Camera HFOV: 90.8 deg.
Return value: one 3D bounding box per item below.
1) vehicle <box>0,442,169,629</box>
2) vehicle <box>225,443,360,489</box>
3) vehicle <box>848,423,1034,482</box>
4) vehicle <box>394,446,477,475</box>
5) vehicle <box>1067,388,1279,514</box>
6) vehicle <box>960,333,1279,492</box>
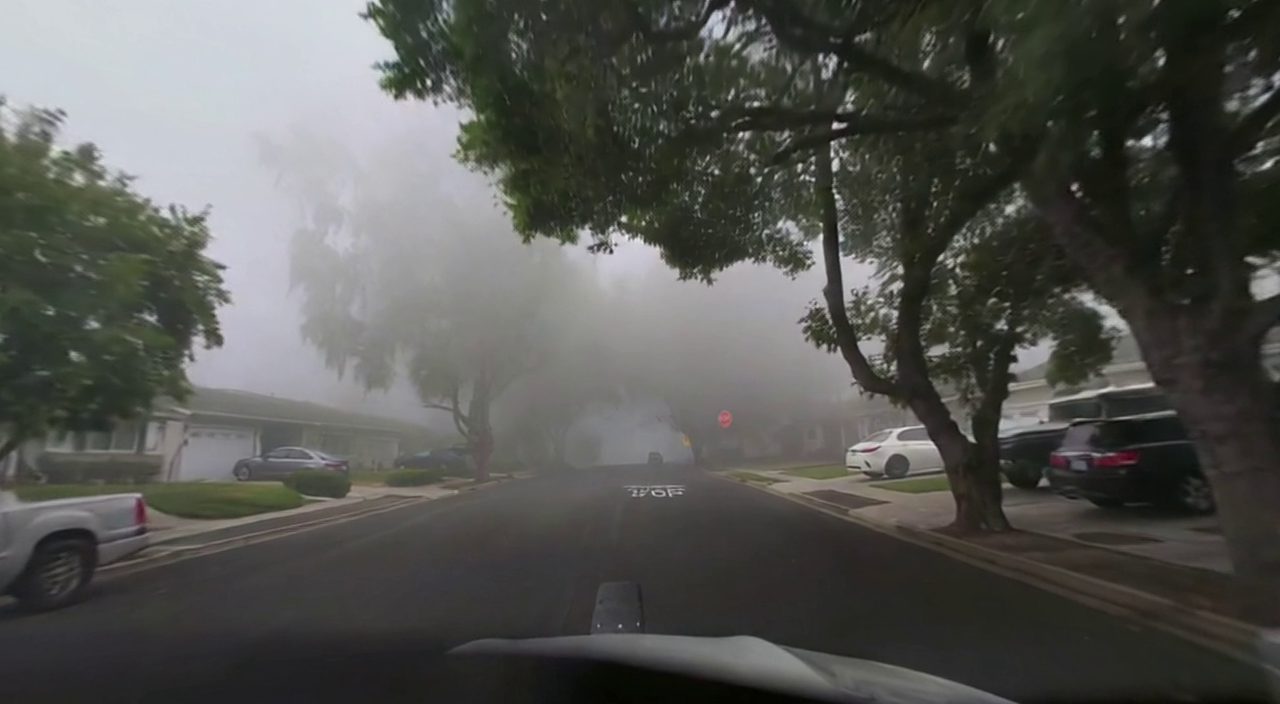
[{"bbox_3d":[-6.408,1.477,4.467,2.099,1.532,5.262,-4,-9,1],"label":"vehicle"},{"bbox_3d":[-14.310,4.657,26.132,4.493,1.776,1.997,-1,-9,9],"label":"vehicle"},{"bbox_3d":[10.062,3.392,21.408,5.234,1.868,2.014,0,-9,-3],"label":"vehicle"},{"bbox_3d":[-13.492,7.168,41.897,4.809,1.865,2.093,0,-9,-1],"label":"vehicle"},{"bbox_3d":[10.641,1.653,10.655,5.235,1.891,2.102,0,-9,1],"label":"vehicle"},{"bbox_3d":[11.486,1.398,13.888,7.302,3.055,2.848,1,-8,-2],"label":"vehicle"}]
